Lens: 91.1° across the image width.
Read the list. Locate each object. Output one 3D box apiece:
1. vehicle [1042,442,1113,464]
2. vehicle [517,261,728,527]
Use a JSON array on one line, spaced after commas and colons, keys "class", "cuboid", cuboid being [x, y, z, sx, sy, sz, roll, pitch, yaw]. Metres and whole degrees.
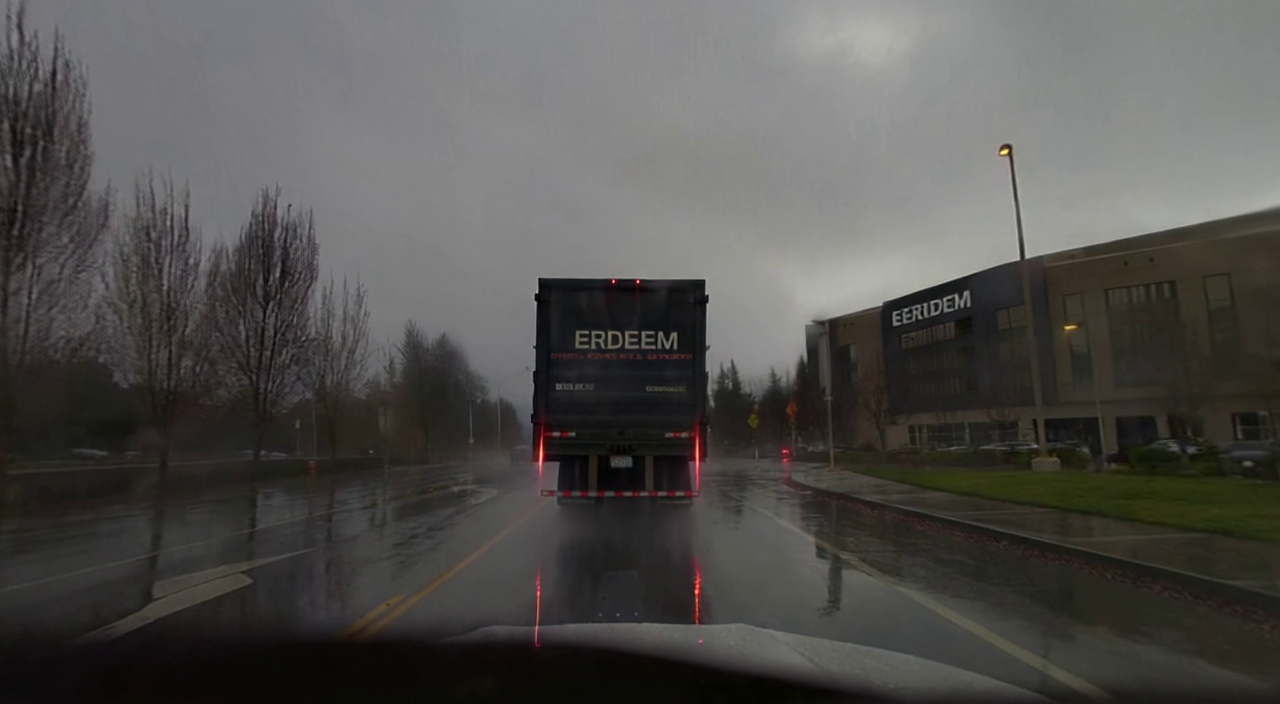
[{"class": "vehicle", "cuboid": [31.366, 7.216, 45.151, 1.652, 1.423, 3.797, 5, -9, -36]}, {"class": "vehicle", "cuboid": [-0.212, 1.162, 13.457, 2.876, 3.724, 9.351, 0, -8, 0]}]
